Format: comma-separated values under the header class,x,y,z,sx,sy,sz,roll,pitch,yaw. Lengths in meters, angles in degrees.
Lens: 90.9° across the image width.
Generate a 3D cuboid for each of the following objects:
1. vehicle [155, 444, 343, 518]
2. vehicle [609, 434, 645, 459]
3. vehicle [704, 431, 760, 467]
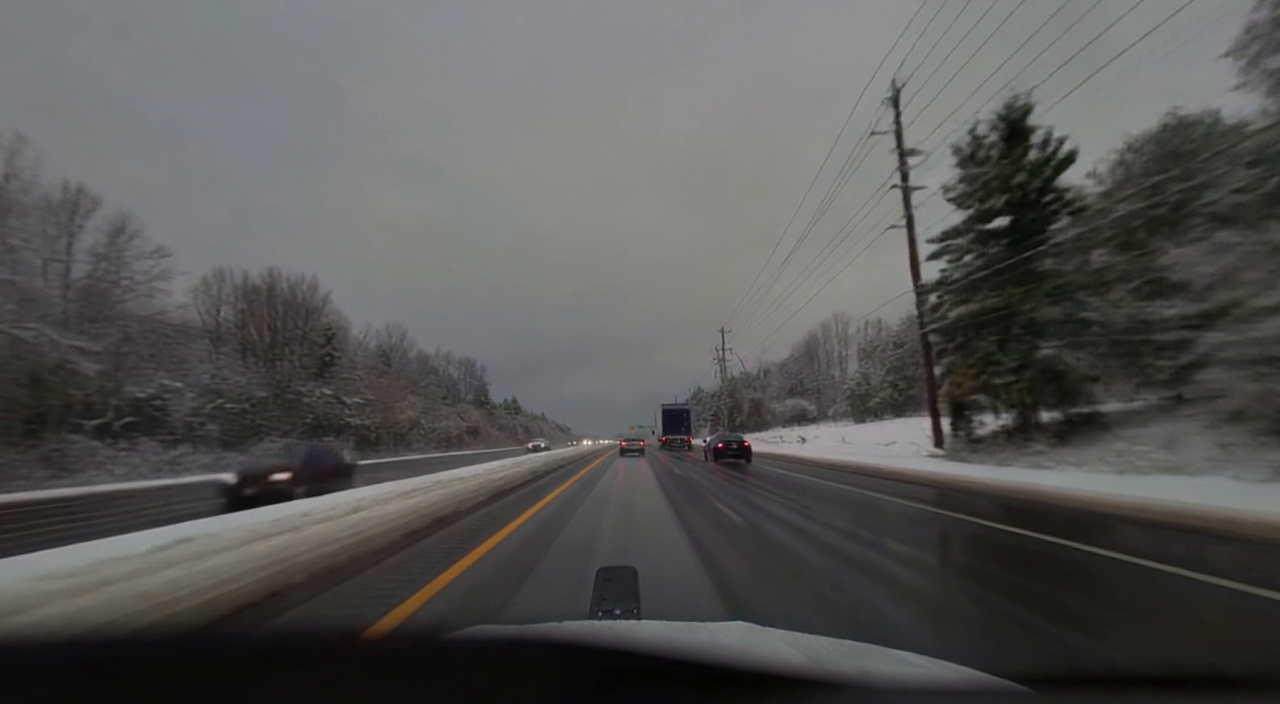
class,x,y,z,sx,sy,sz,roll,pitch,yaw
vehicle,-9.151,2.990,15.302,1.820,1.451,4.375,0,-8,-1
vehicle,-0.842,6.004,40.201,2.163,1.466,3.693,0,-8,-1
vehicle,4.256,4.557,29.832,1.930,1.573,3.853,0,-8,-2
